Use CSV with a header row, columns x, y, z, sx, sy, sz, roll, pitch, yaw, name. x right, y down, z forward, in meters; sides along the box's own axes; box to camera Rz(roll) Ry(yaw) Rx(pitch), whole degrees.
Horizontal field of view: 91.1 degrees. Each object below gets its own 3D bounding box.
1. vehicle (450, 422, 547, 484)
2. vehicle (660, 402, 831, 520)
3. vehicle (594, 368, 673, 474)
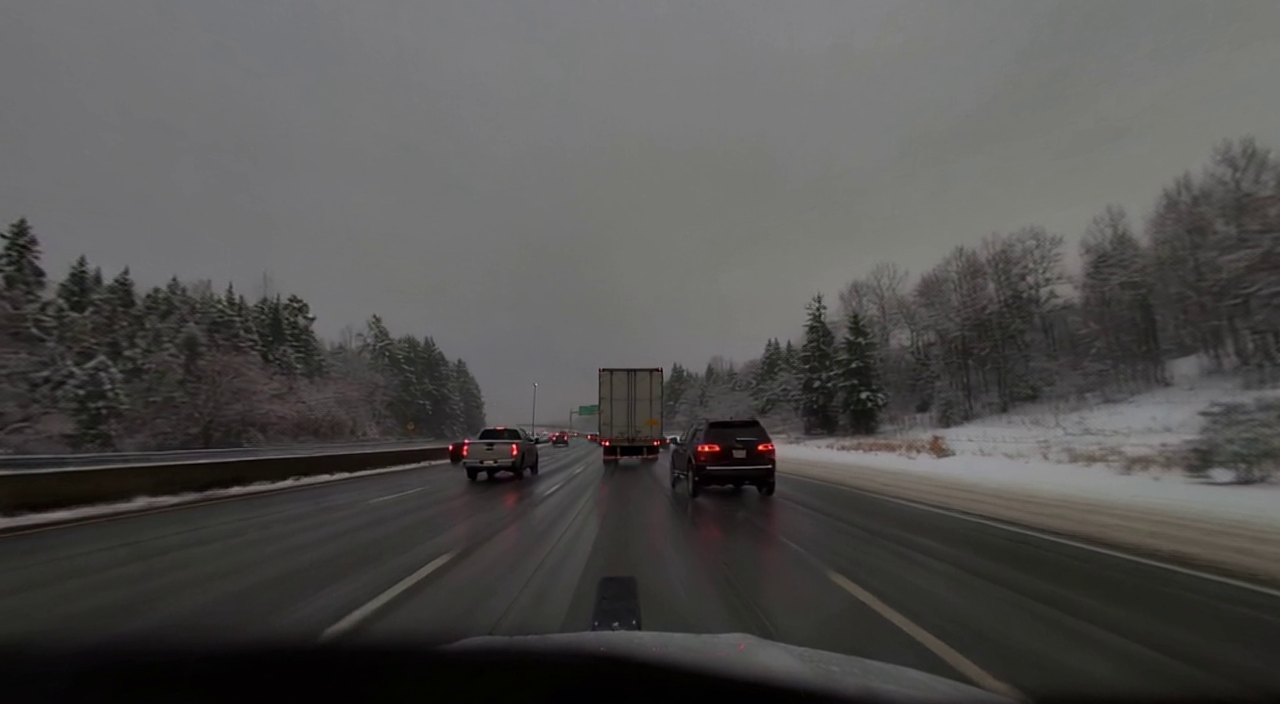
x,y,z,sx,sy,sz,roll,pitch,yaw,name
-4.382,3.186,20.229,2.134,1.752,4.375,0,-8,0,vehicle
1.756,2.055,12.462,2.118,1.832,4.901,1,-8,-5,vehicle
-0.546,3.245,28.660,2.904,3.915,10.473,0,-8,-3,vehicle
